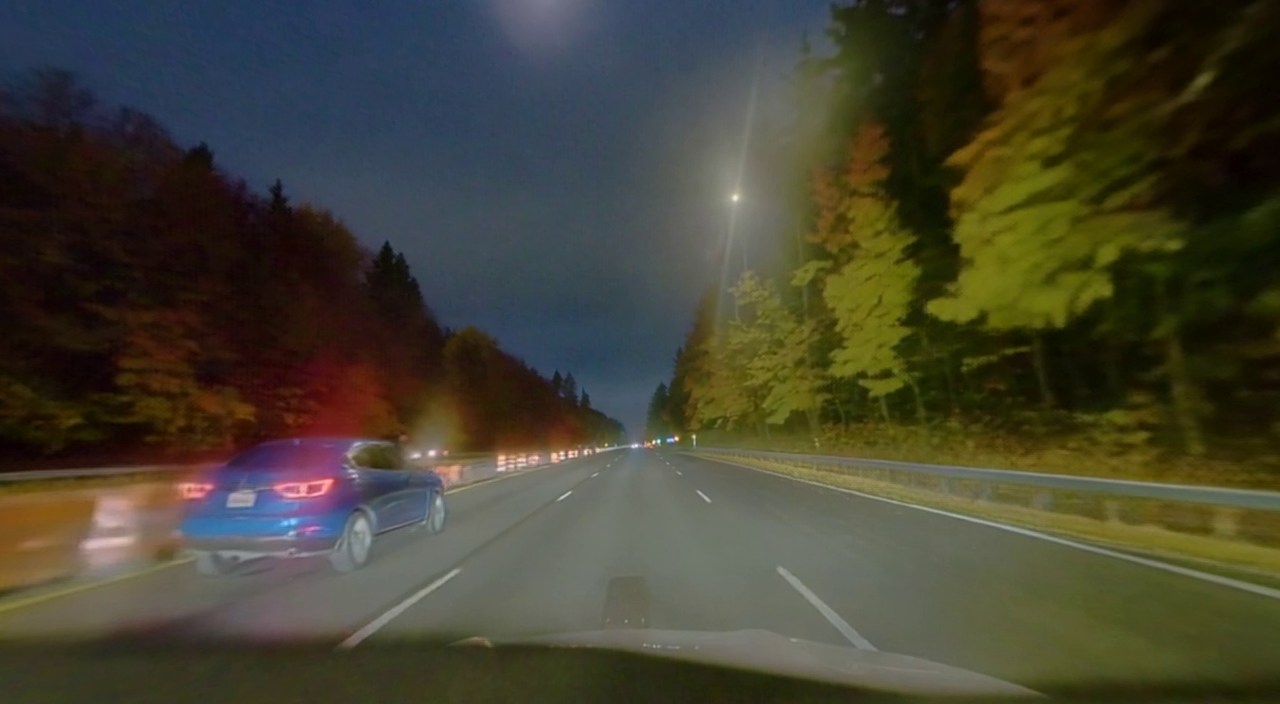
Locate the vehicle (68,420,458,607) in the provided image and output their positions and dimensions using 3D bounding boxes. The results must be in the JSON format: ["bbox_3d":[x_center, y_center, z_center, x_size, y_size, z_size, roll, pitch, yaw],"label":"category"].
[{"bbox_3d":[-3.688,1.620,7.223,1.902,1.505,4.016,0,-8,1],"label":"vehicle"}]
